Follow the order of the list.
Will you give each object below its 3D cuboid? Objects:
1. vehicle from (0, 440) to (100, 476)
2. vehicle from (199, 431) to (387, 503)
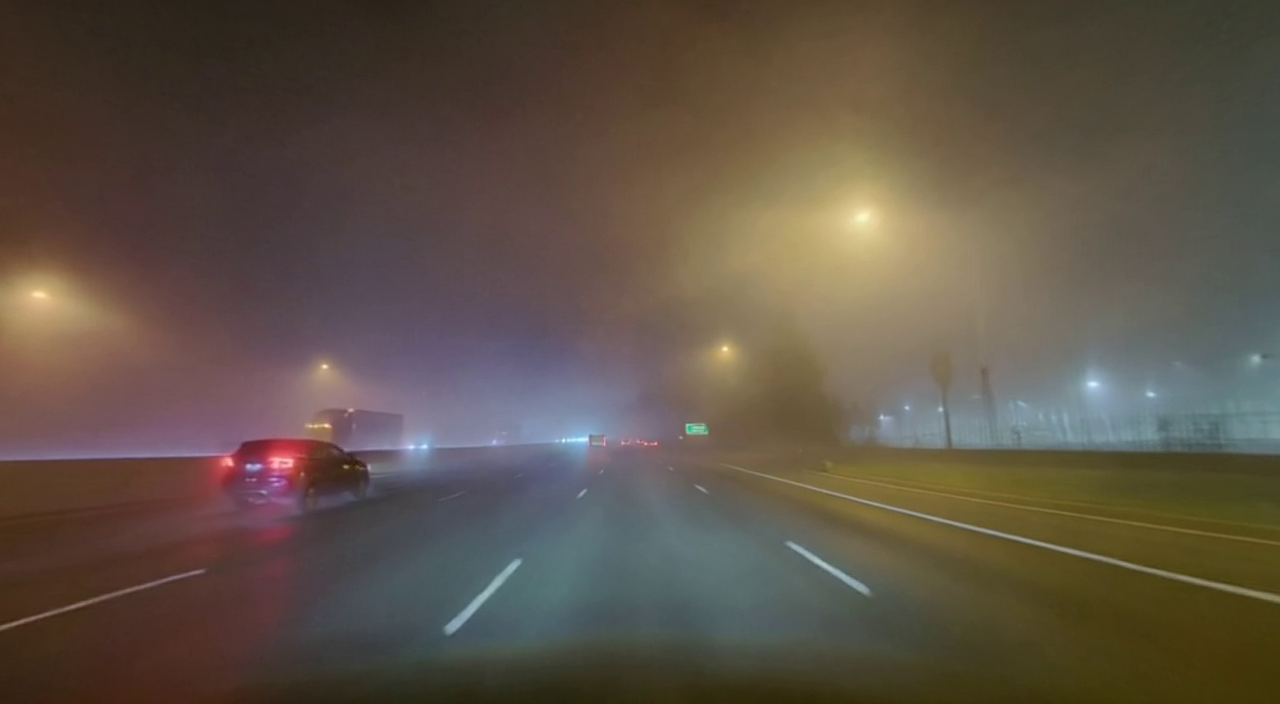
[{"bbox_3d":[-29.155,5.148,30.840,1.848,1.620,4.235,0,-9,-1],"label":"vehicle"},{"bbox_3d":[-8.240,2.769,15.623,2.060,1.507,4.494,0,-9,0],"label":"vehicle"}]
